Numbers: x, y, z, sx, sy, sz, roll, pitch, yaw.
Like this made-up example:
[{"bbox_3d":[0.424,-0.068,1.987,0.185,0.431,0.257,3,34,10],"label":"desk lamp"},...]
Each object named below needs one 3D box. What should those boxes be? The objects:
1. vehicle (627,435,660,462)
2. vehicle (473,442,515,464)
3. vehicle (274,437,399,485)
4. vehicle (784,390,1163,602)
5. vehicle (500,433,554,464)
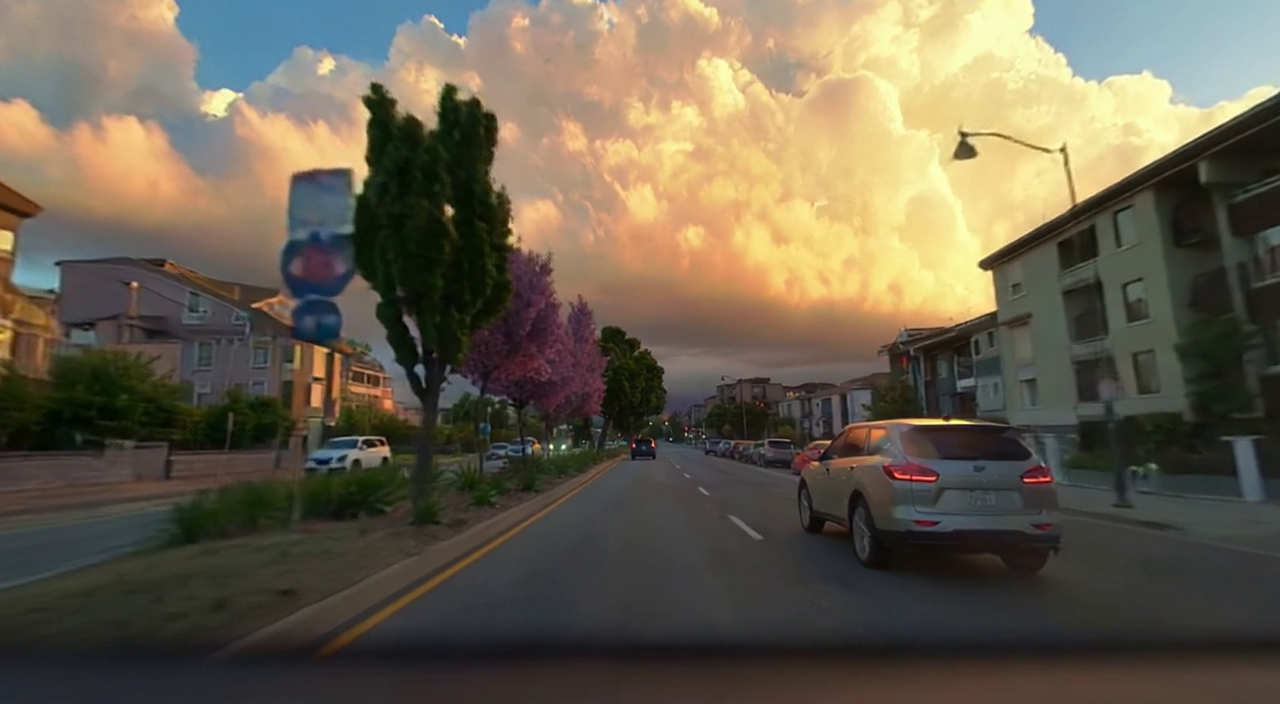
[{"bbox_3d":[0.297,6.974,45.533,2.244,1.813,4.129,0,-8,2],"label":"vehicle"},{"bbox_3d":[-10.989,7.612,47.746,2.053,1.545,4.417,0,-8,1],"label":"vehicle"},{"bbox_3d":[-11.845,4.286,25.152,2.191,1.684,5.428,0,-8,1],"label":"vehicle"},{"bbox_3d":[3.284,1.524,7.563,2.071,1.747,4.549,0,-8,1],"label":"vehicle"},{"bbox_3d":[-7.466,6.465,42.208,2.249,1.898,5.815,0,-8,3],"label":"vehicle"}]
